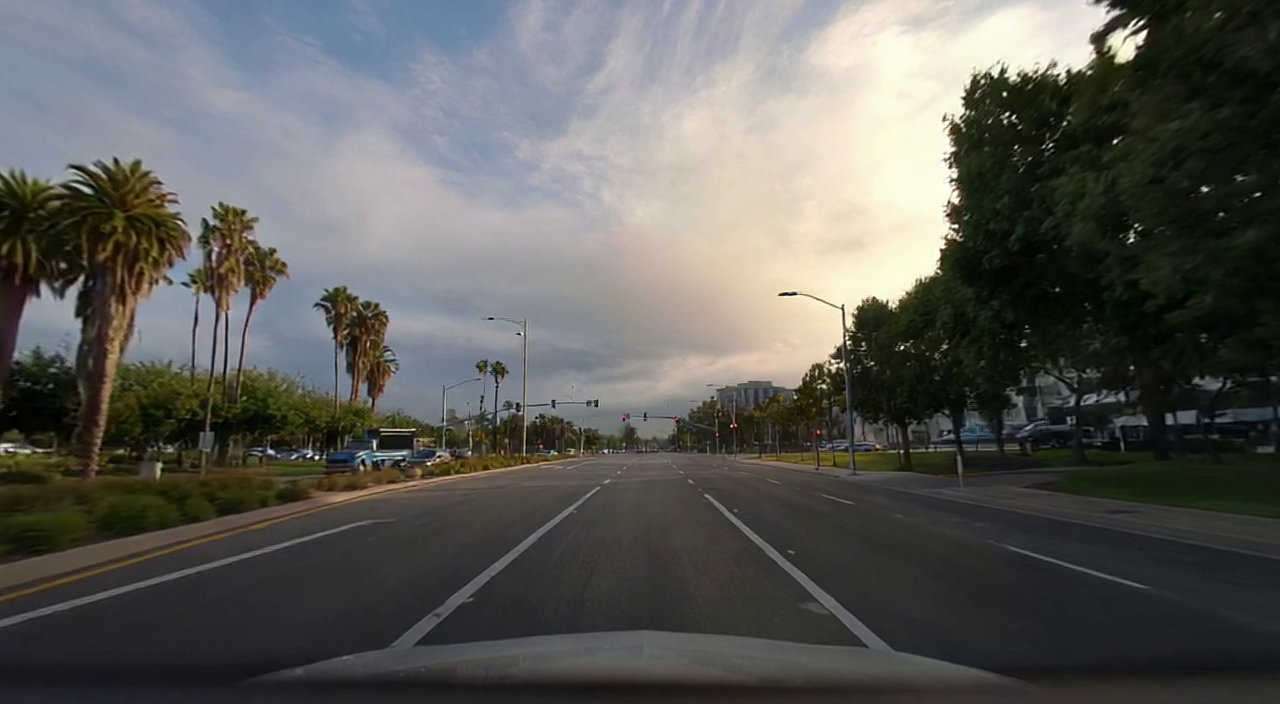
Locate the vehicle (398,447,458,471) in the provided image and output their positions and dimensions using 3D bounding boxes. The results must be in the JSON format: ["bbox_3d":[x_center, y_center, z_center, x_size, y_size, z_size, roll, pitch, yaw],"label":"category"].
[{"bbox_3d":[-14.018,7.089,41.981,2.130,1.509,4.644,-1,-8,3],"label":"vehicle"}]

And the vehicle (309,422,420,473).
[{"bbox_3d":[-20.839,7.373,48.923,3.013,3.417,12.442,0,-8,0],"label":"vehicle"}]
